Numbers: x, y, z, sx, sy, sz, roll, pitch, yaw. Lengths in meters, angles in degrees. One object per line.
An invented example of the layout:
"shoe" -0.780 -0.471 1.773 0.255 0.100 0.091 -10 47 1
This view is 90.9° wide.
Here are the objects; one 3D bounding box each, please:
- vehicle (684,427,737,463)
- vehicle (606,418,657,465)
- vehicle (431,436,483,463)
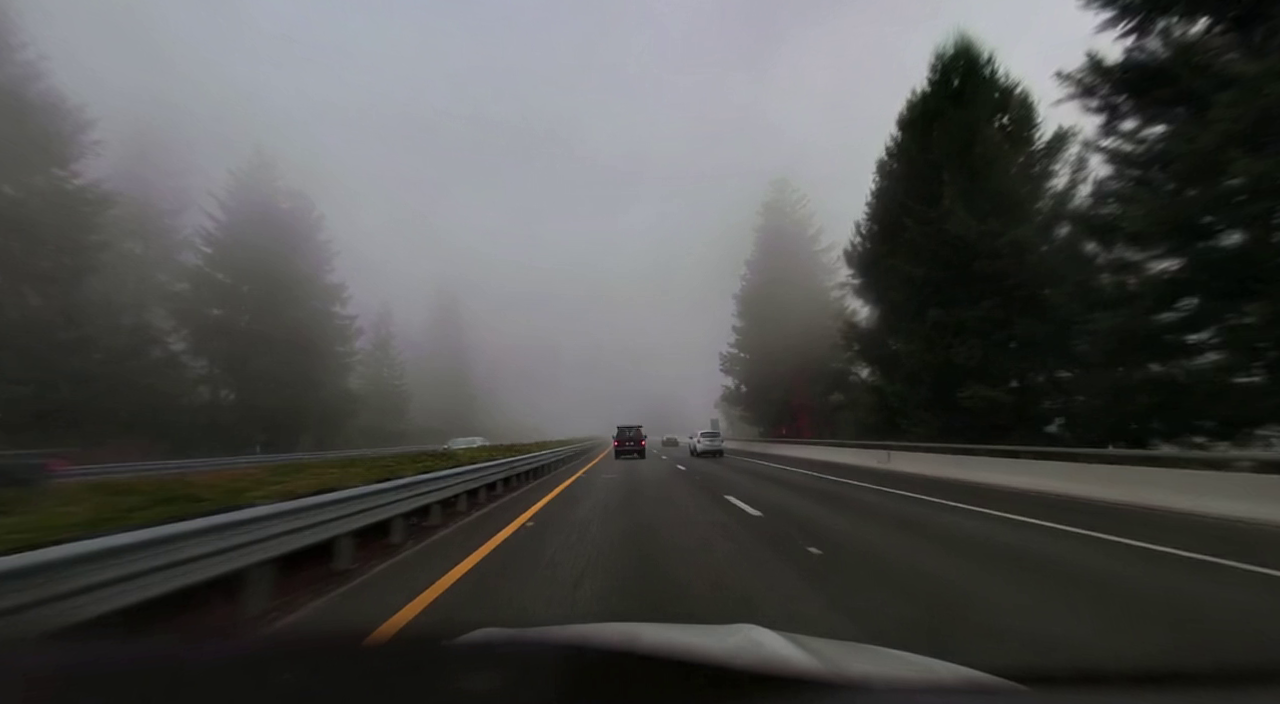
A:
"vehicle" 3.349 4.516 30.749 1.981 1.606 3.956 0 -8 -2
"vehicle" -0.433 4.277 30.315 2.270 2.044 4.633 0 -8 -2
"vehicle" -10.808 5.781 37.503 1.888 1.486 4.330 0 -8 -2
